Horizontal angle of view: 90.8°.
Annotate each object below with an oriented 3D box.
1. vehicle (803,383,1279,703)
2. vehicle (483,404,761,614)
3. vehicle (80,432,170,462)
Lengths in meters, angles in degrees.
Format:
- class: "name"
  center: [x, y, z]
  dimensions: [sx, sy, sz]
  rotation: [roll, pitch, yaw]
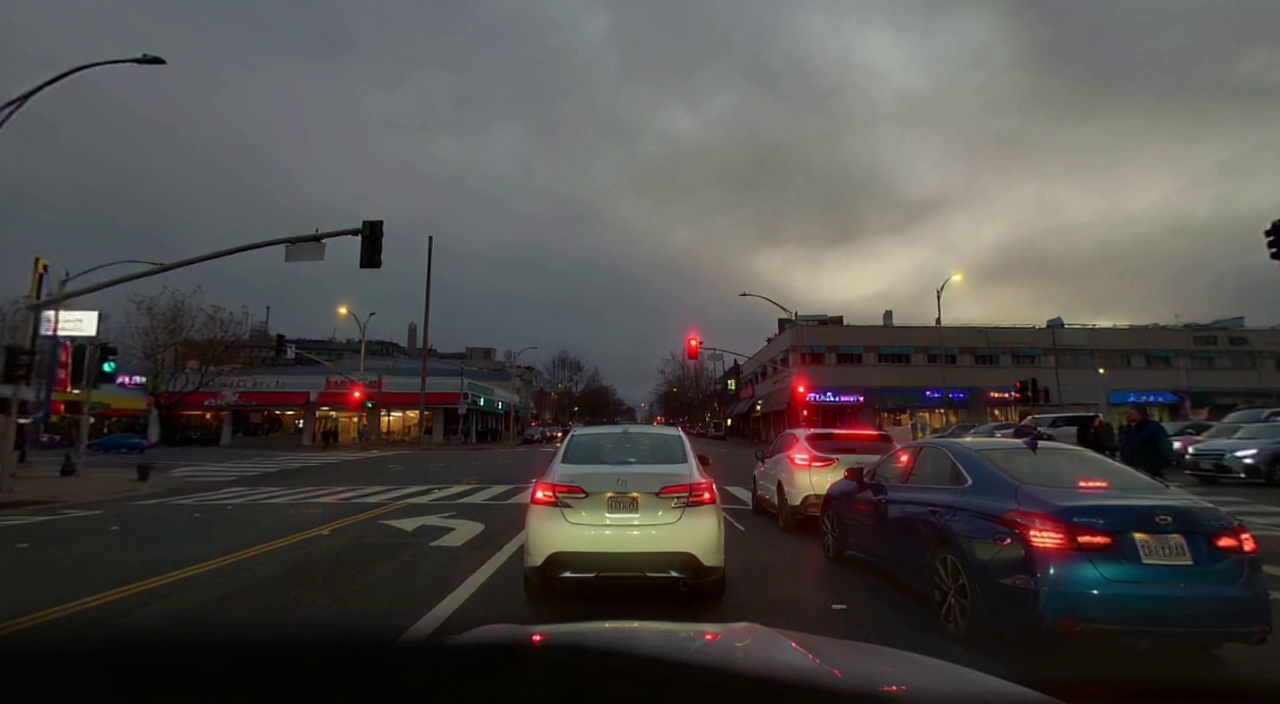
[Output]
- class: "vehicle"
  center: [3.035, 1.306, 5.440]
  dimensions: [1.983, 1.654, 4.354]
  rotation: [0, -8, -1]
- class: "vehicle"
  center: [-0.135, 1.554, 7.271]
  dimensions: [2.123, 1.589, 4.702]
  rotation: [0, -8, 0]
- class: "vehicle"
  center: [-28.977, 5.367, 35.564]
  dimensions: [4.253, 1.570, 2.132]
  rotation: [-4, -9, 24]
